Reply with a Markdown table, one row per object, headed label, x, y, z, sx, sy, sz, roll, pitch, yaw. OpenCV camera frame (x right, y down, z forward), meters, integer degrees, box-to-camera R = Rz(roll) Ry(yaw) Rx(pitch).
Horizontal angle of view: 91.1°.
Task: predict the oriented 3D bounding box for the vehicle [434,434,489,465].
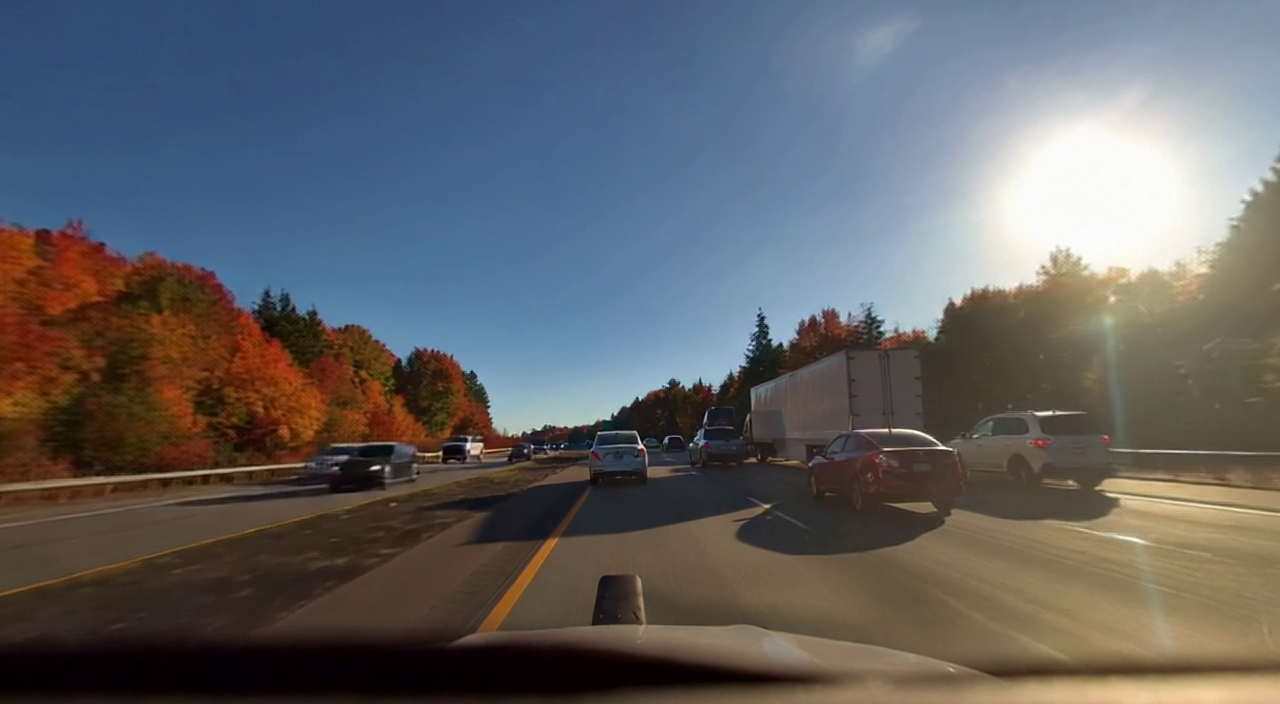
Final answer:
| label | x | y | z | sx | sy | sz | roll | pitch | yaw |
| --- | --- | --- | --- | --- | --- | --- | --- | --- | --- |
| vehicle | -12.318 | 6.742 | 43.806 | 2.338 | 2.059 | 5.149 | 0 | -8 | -1 |

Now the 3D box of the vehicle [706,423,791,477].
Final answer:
| label | x | y | z | sx | sy | sz | roll | pitch | yaw |
| --- | --- | --- | --- | --- | --- | --- | --- | --- | --- |
| vehicle | 3.638 | 3.359 | 21.819 | 2.147 | 1.707 | 3.963 | 0 | -8 | -1 |

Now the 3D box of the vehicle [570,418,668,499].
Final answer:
| label | x | y | z | sx | sy | sz | roll | pitch | yaw |
| --- | --- | --- | --- | --- | --- | --- | --- | --- | --- |
| vehicle | -0.488 | 2.567 | 15.641 | 2.087 | 1.709 | 4.455 | 0 | -8 | -1 |

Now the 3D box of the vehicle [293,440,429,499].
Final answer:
| label | x | y | z | sx | sy | sz | roll | pitch | yaw |
| --- | --- | --- | --- | --- | --- | --- | --- | --- | --- |
| vehicle | -8.397 | 3.532 | 19.544 | 2.054 | 1.579 | 4.792 | 0 | -8 | 0 |

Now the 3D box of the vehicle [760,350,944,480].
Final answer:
| label | x | y | z | sx | sy | sz | roll | pitch | yaw |
| --- | --- | --- | --- | --- | --- | --- | --- | --- | --- |
| vehicle | 7.915 | 2.834 | 26.506 | 2.867 | 4.066 | 13.802 | 0 | -7 | 0 |

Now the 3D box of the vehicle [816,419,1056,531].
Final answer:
| label | x | y | z | sx | sy | sz | roll | pitch | yaw |
| --- | --- | --- | --- | --- | --- | --- | --- | --- | --- |
| vehicle | 4.628 | 1.958 | 10.675 | 2.040 | 1.523 | 4.068 | 0 | -8 | 0 |

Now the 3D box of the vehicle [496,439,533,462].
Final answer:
| label | x | y | z | sx | sy | sz | roll | pitch | yaw |
| --- | --- | --- | --- | --- | --- | --- | --- | --- | --- |
| vehicle | -8.877 | 7.001 | 44.851 | 1.872 | 1.521 | 3.962 | 0 | -8 | 0 |

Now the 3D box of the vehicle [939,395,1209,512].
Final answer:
| label | x | y | z | sx | sy | sz | roll | pitch | yaw |
| --- | --- | --- | --- | --- | --- | --- | --- | --- | --- |
| vehicle | 8.495 | 2.025 | 13.039 | 2.116 | 1.965 | 4.691 | 0 | -8 | -2 |
